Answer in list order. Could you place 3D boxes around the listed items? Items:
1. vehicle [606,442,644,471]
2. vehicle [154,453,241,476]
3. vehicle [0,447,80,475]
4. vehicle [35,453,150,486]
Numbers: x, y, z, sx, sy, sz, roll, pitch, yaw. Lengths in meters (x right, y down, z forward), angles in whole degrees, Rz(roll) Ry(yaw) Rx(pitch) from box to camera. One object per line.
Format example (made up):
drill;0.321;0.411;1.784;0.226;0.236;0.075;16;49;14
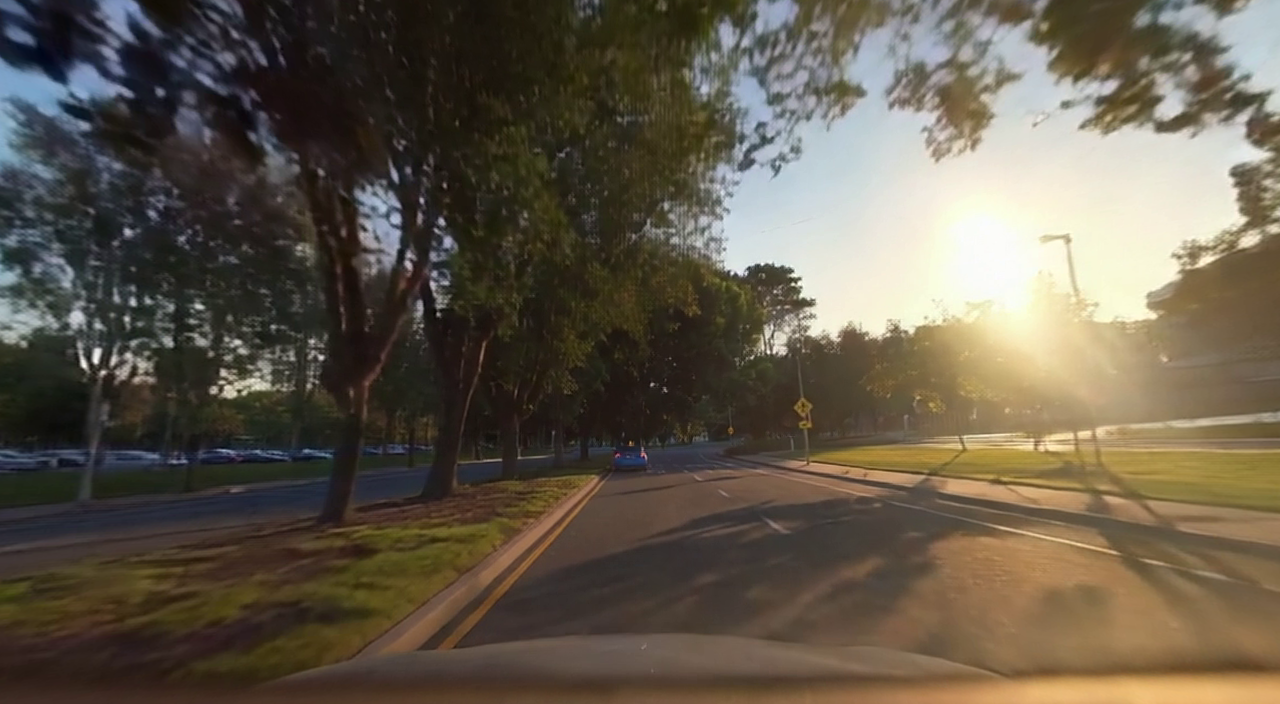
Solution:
vehicle;-0.805;5.713;34.748;1.978;1.499;3.915;0;-8;0
vehicle;-29.930;7.623;42.737;4.468;1.471;1.879;-1;-8;1
vehicle;-43.591;7.808;45.334;4.608;1.889;2.148;-1;-8;2
vehicle;-30.261;6.493;34.979;4.577;1.467;1.955;-3;-9;-1
